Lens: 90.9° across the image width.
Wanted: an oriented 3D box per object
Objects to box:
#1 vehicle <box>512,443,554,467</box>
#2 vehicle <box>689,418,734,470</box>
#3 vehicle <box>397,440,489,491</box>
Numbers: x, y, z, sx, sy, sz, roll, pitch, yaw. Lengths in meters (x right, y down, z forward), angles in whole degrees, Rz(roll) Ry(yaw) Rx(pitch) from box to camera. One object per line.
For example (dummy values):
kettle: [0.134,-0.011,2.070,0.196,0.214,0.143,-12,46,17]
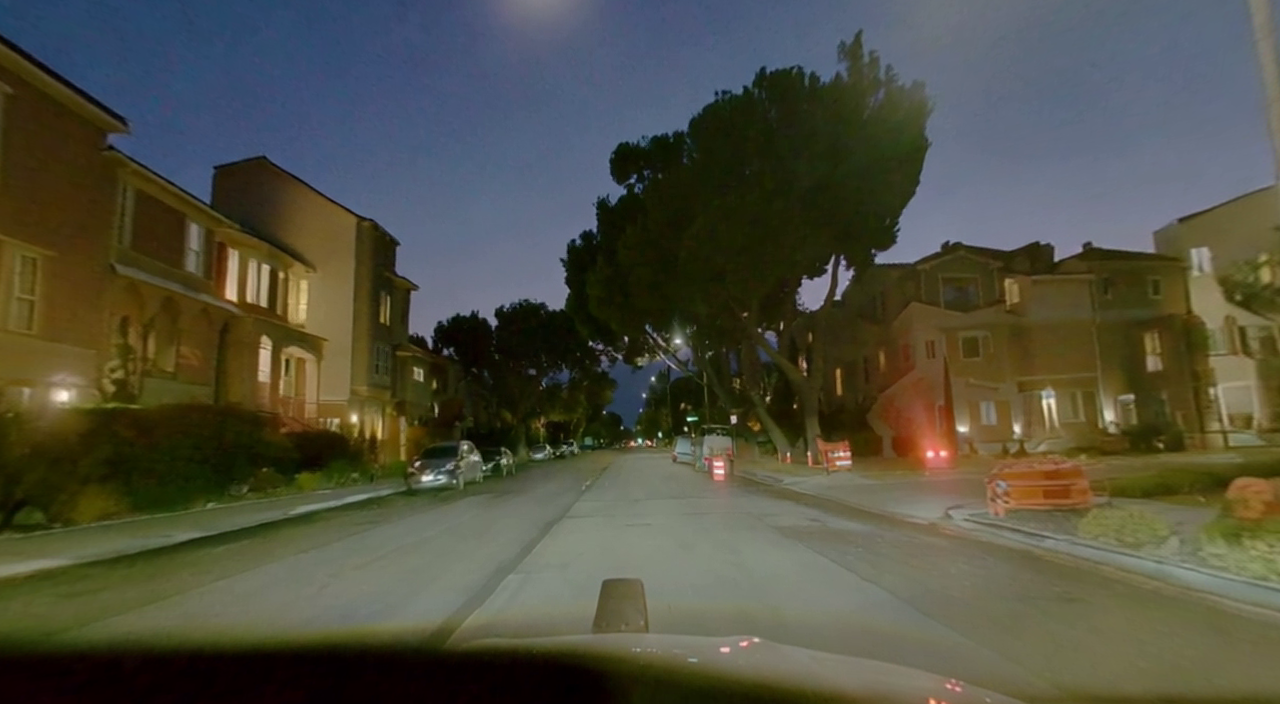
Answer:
vehicle: [-7.017,6.830,41.896,1.974,1.479,4.607,0,-8,0]
vehicle: [3.697,4.838,33.278,2.082,2.534,3.248,-2,-8,3]
vehicle: [-6.881,3.981,22.569,1.957,1.608,4.476,0,-8,-1]
